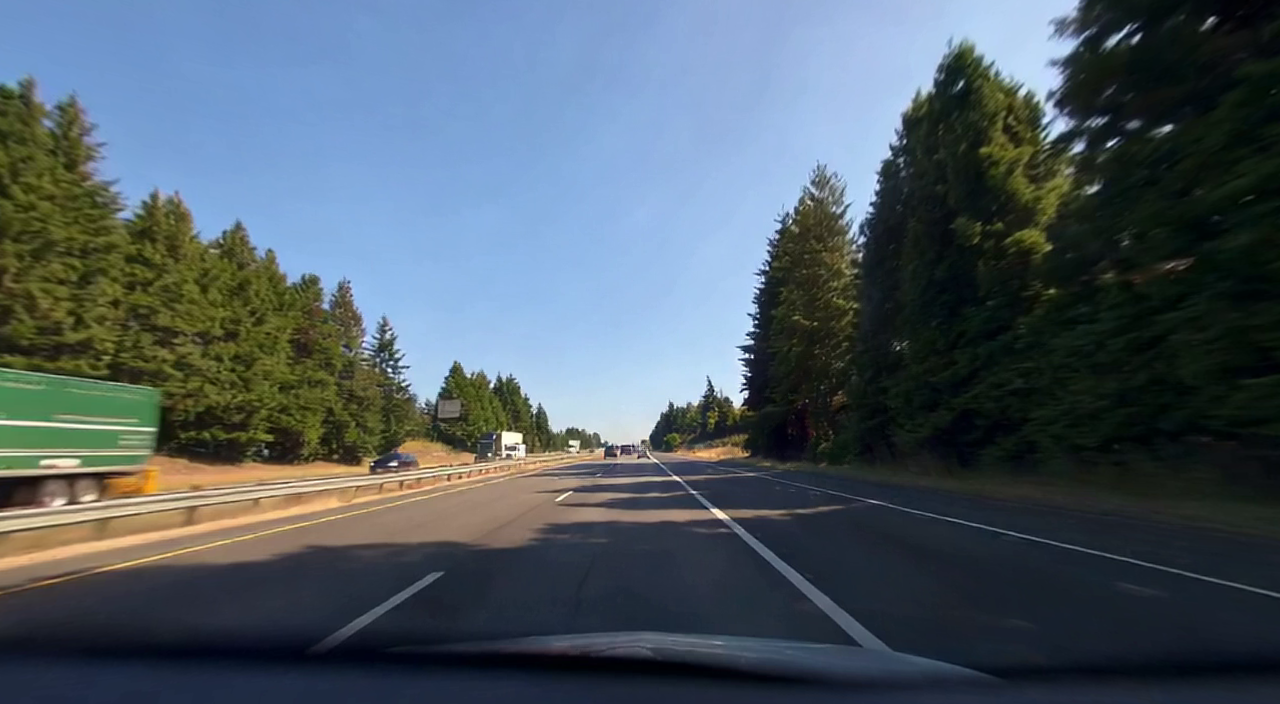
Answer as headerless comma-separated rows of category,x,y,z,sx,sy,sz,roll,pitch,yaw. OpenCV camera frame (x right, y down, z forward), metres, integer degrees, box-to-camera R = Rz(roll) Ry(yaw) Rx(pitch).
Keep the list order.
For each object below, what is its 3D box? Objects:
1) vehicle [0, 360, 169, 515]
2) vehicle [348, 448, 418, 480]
vehicle,-17.985,1.999,14.895,3.020,3.951,14.107,0,-9,-1
vehicle,-13.241,5.765,32.795,1.888,1.494,4.184,0,-9,0
